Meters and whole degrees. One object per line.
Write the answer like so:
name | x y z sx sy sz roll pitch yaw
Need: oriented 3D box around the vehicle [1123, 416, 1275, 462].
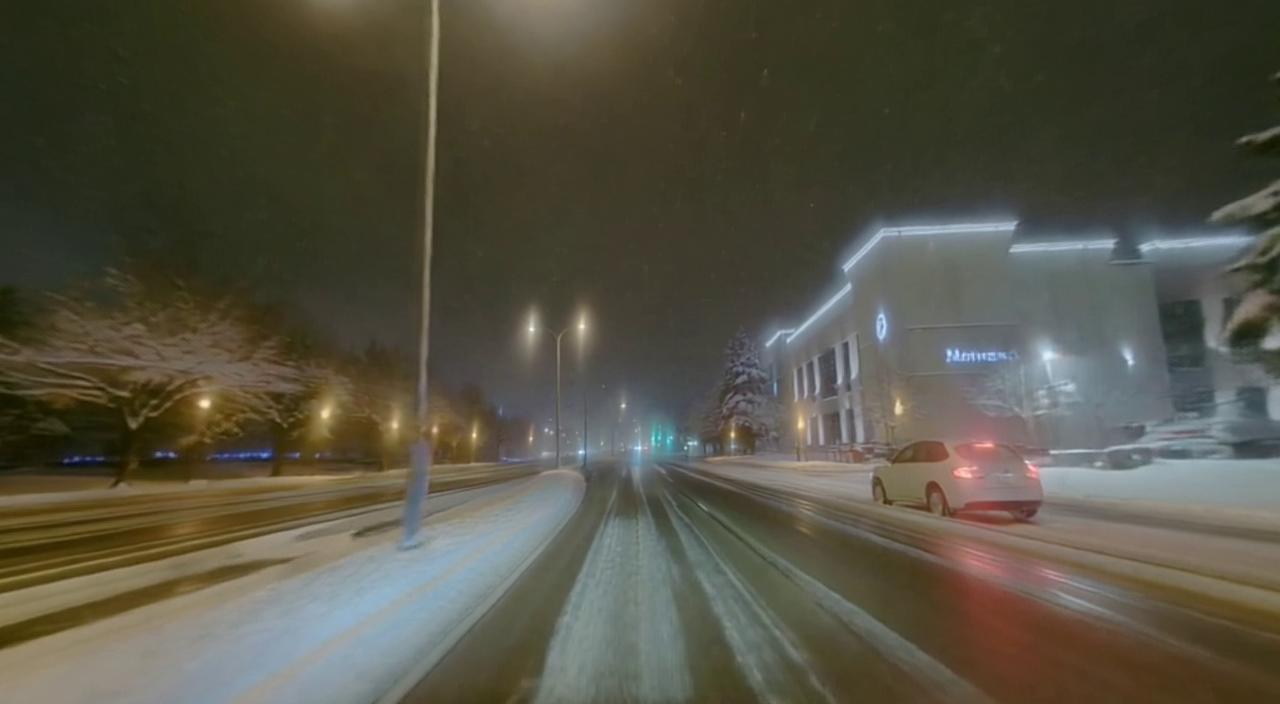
vehicle | 23.131 3.699 26.504 2.066 1.716 4.943 -1 -9 4

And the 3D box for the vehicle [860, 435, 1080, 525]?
vehicle | 6.468 2.546 13.196 1.913 1.504 4.738 0 -9 -2
